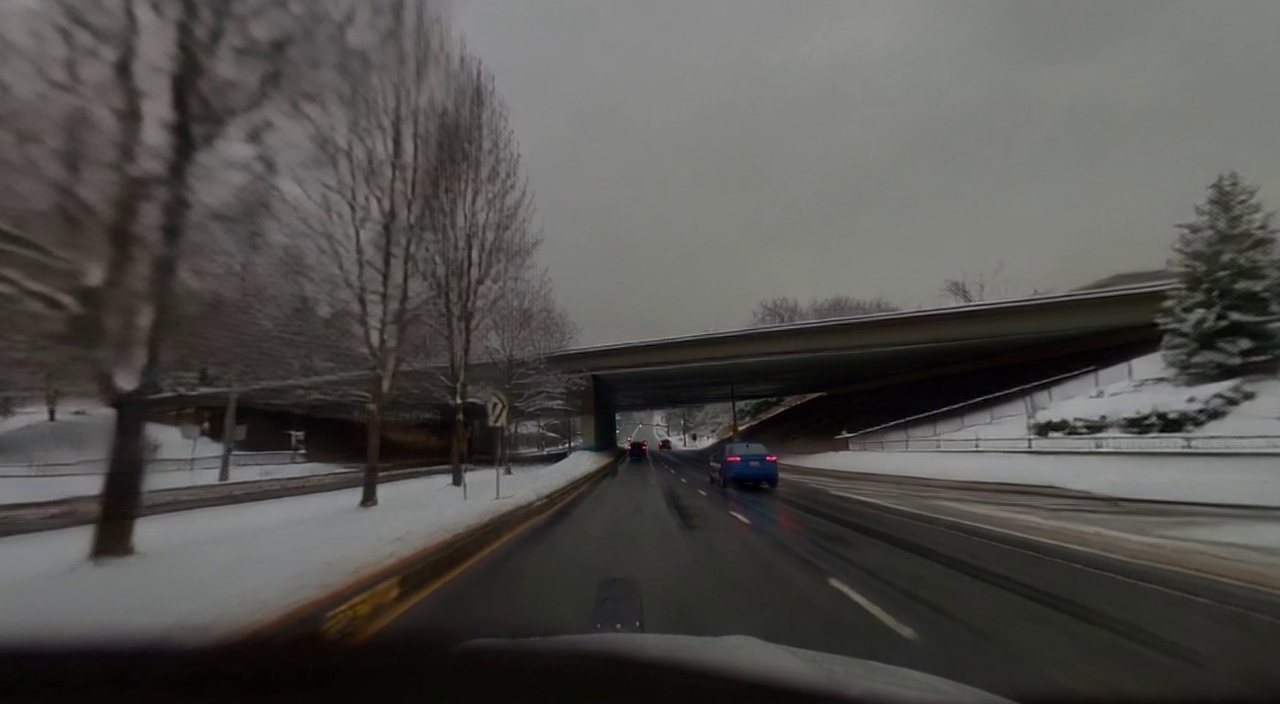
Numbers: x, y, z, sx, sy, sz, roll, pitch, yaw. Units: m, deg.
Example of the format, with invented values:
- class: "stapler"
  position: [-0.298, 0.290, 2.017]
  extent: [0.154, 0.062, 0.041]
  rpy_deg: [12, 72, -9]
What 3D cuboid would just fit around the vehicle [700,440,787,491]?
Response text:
- class: "vehicle"
  position: [3.299, 3.710, 21.113]
  extent: [2.062, 1.484, 4.332]
  rpy_deg: [0, -8, -1]
